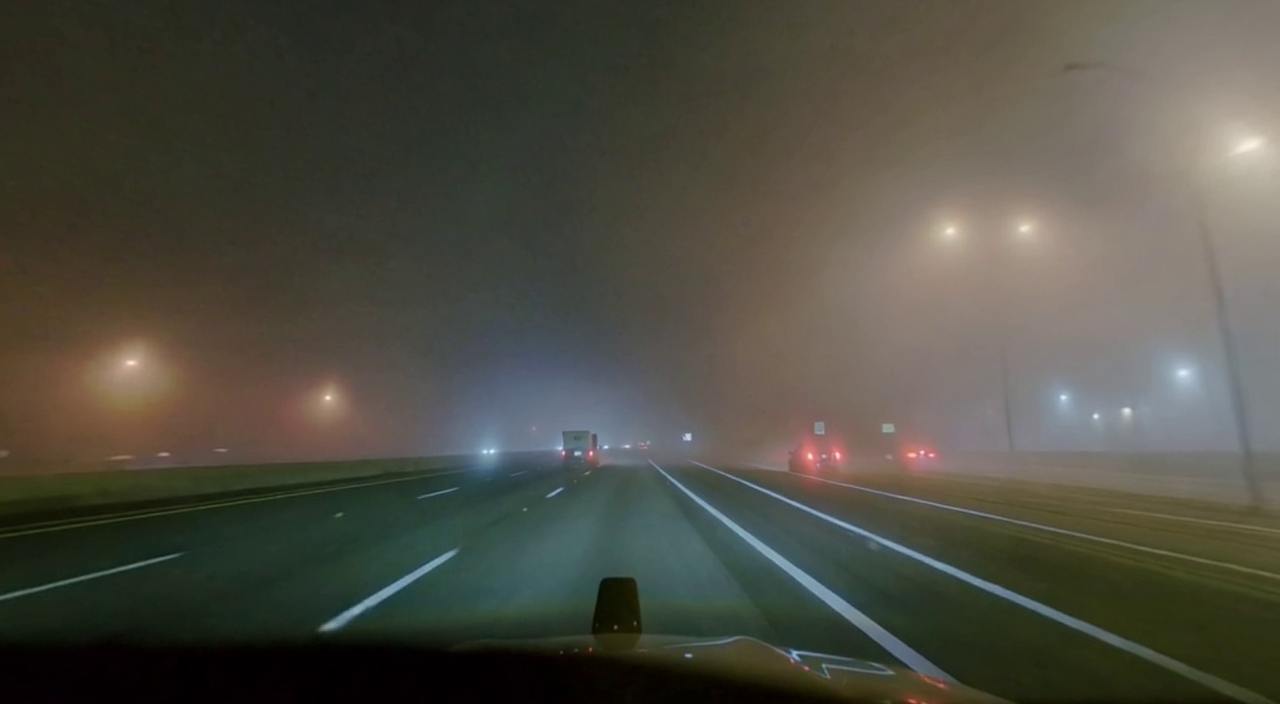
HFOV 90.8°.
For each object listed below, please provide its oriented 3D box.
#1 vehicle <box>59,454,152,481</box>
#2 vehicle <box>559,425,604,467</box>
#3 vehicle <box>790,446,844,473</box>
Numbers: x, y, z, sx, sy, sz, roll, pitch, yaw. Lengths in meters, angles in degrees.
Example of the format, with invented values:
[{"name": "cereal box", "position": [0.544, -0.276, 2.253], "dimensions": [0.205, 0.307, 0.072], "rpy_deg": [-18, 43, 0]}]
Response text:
[{"name": "vehicle", "position": [-33.725, 7.278, 40.048], "dimensions": [1.853, 1.523, 4.619], "rpy_deg": [0, -9, 0]}, {"name": "vehicle", "position": [-4.323, 7.138, 48.054], "dimensions": [2.881, 2.937, 7.045], "rpy_deg": [0, -9, -2]}, {"name": "vehicle", "position": [10.524, 6.432, 37.928], "dimensions": [2.035, 1.491, 4.246], "rpy_deg": [0, -9, 1]}]
